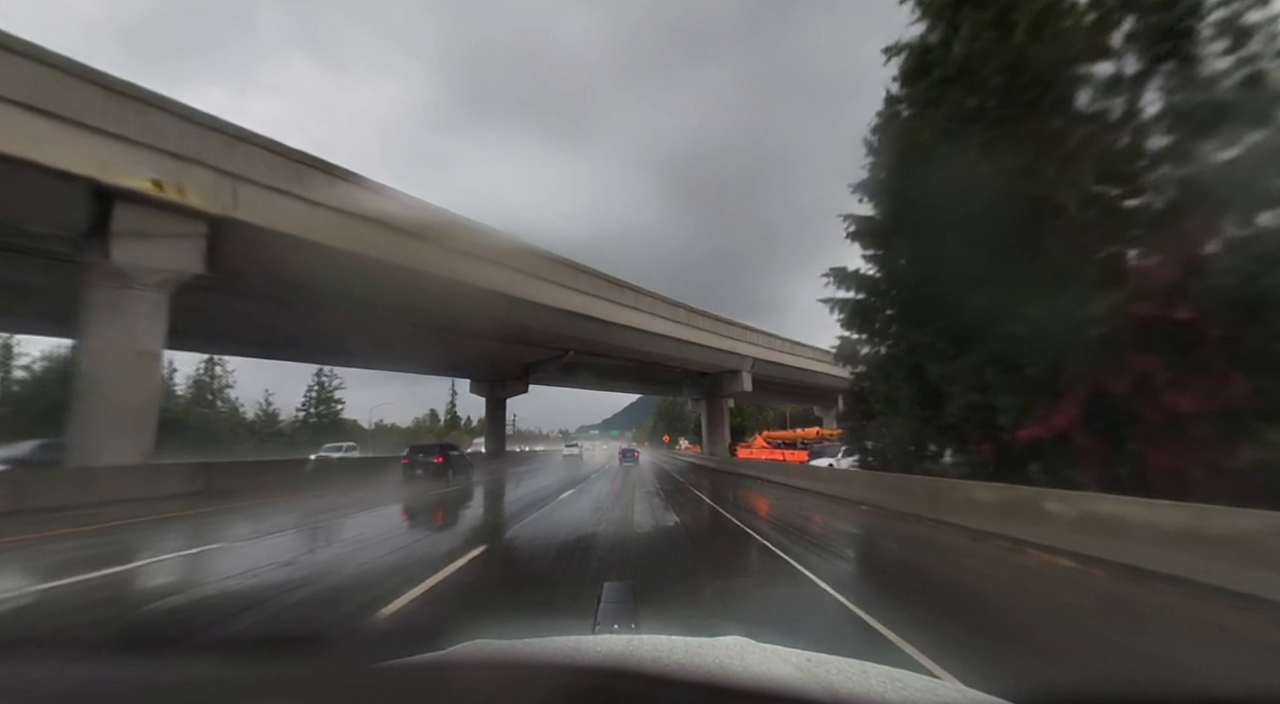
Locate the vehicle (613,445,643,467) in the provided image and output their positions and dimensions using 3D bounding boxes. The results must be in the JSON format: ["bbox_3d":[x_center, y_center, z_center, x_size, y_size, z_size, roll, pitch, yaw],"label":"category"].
[{"bbox_3d":[-0.825,7.384,45.085,2.051,1.459,4.092,0,-9,-1],"label":"vehicle"}]

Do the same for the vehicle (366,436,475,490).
[{"bbox_3d":[-7.240,3.695,21.361,2.128,1.604,4.279,0,-9,0],"label":"vehicle"}]
